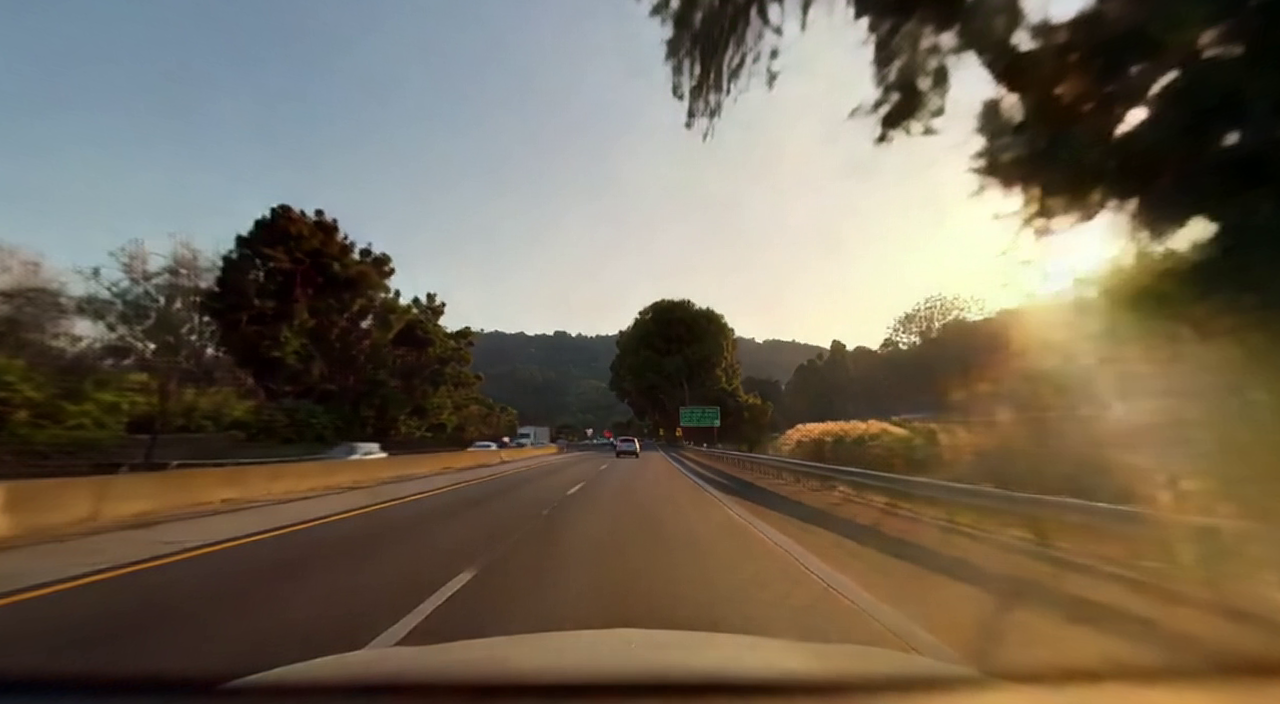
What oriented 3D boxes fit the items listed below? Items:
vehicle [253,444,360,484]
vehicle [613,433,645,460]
[{"bbox_3d":[-13.390,4.492,25.612,1.993,1.465,4.260,-1,-8,0],"label":"vehicle"},{"bbox_3d":[-0.805,6.910,46.218,2.188,1.825,4.282,0,-8,-1],"label":"vehicle"}]
